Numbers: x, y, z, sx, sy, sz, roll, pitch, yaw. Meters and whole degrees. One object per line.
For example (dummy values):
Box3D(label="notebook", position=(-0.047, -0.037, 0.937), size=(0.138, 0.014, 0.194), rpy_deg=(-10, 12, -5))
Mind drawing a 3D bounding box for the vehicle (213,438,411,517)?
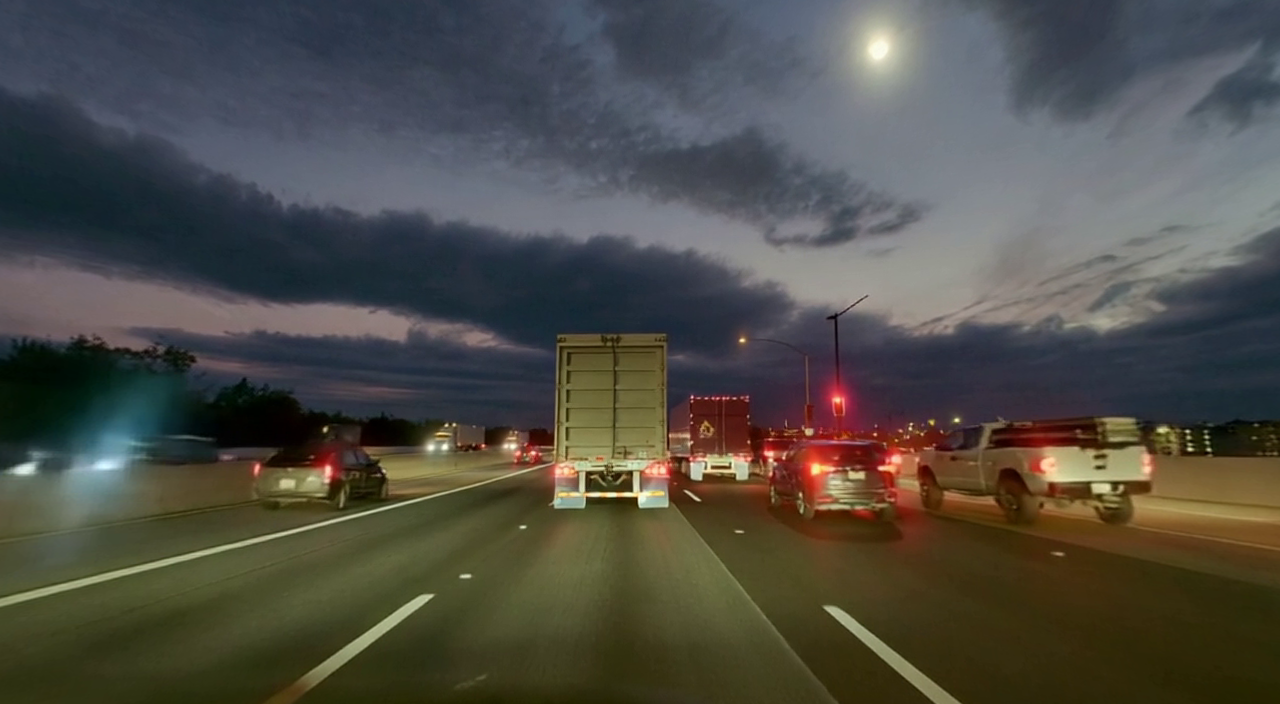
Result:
Box3D(label="vehicle", position=(-7.101, 2.751, 14.423), size=(1.973, 1.471, 4.779), rpy_deg=(0, -9, 0))

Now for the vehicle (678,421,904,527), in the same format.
Box3D(label="vehicle", position=(3.246, 3.391, 19.127), size=(2.869, 1.940, 14.755), rpy_deg=(0, -9, -2))

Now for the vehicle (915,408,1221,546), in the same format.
Box3D(label="vehicle", position=(6.977, 2.086, 11.142), size=(2.070, 1.888, 4.546), rpy_deg=(0, -9, -2))

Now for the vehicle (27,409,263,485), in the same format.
Box3D(label="vehicle", position=(-12.918, 2.580, 17.139), size=(2.050, 1.703, 5.398), rpy_deg=(0, -9, 0))

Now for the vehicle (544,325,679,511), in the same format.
Box3D(label="vehicle", position=(-0.650, 2.215, 19.197), size=(2.906, 4.040, 10.743), rpy_deg=(0, -9, 0))
